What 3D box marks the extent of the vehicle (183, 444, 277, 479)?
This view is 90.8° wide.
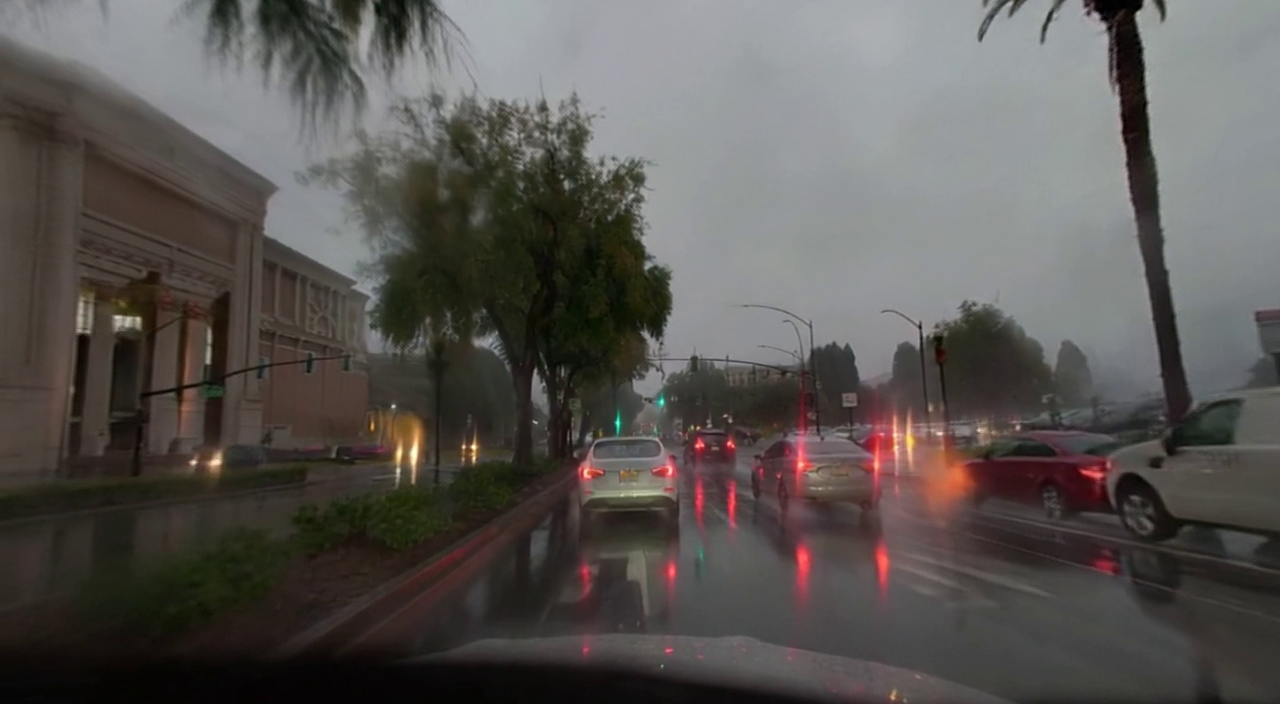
[{"bbox_3d":[-21.199,5.647,32.928,1.958,1.675,4.389,0,-8,0],"label":"vehicle"}]

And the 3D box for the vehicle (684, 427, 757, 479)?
[{"bbox_3d":[3.205,4.250,26.902,2.127,1.854,7.971,0,-8,0],"label":"vehicle"}]

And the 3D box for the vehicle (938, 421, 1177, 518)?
[{"bbox_3d":[7.873,2.214,12.506,1.875,1.588,4.072,0,-8,-1],"label":"vehicle"}]

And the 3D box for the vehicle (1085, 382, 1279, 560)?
[{"bbox_3d":[8.085,1.323,7.163,2.200,1.933,5.123,0,-7,-2],"label":"vehicle"}]

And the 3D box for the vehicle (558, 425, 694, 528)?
[{"bbox_3d":[-0.229,2.160,11.474,2.050,1.521,3.747,0,-8,-1],"label":"vehicle"}]

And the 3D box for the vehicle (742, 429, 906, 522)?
[{"bbox_3d":[3.290,2.287,12.278,1.833,1.465,4.258,0,-8,-1],"label":"vehicle"}]
